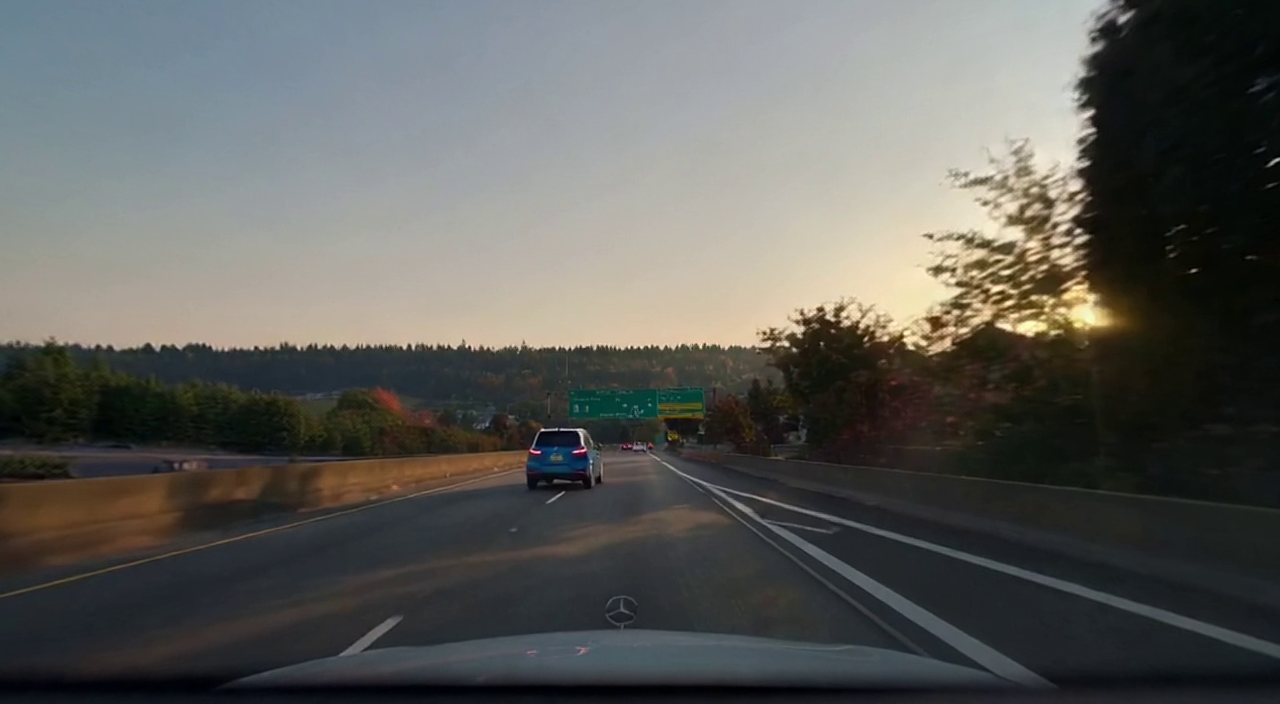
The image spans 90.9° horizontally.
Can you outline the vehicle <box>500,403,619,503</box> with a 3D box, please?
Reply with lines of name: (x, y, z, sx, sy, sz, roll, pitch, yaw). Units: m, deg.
vehicle: (-1.827, 2.534, 16.160, 2.248, 2.154, 4.892, 0, -8, 2)
